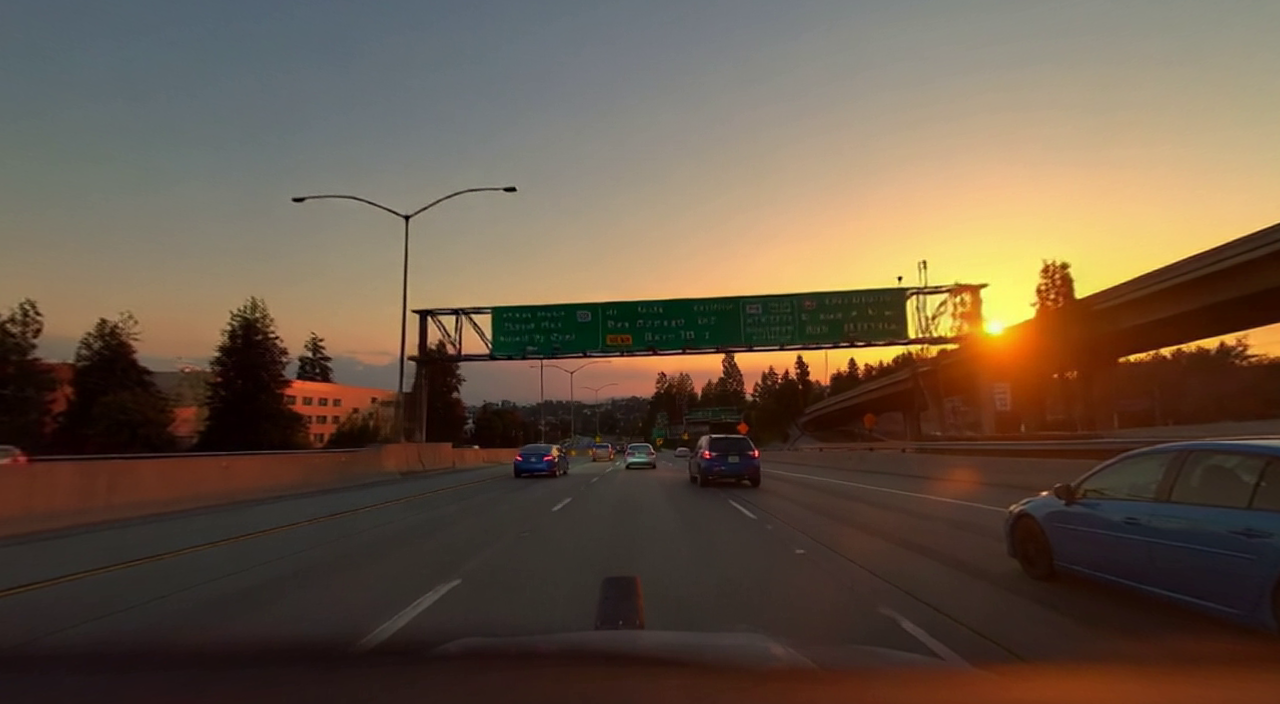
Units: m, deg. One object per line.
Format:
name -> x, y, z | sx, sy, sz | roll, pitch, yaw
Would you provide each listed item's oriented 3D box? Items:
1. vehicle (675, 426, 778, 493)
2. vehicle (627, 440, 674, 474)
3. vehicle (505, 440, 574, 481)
vehicle -> 2.398, 3.144, 18.690 | 2.202, 1.748, 4.158 | 1, -8, -4
vehicle -> 0.490, 4.978, 30.105 | 2.089, 1.493, 3.964 | 0, -8, 0
vehicle -> -3.959, 4.337, 25.531 | 2.031, 1.491, 4.145 | 0, -8, 1
